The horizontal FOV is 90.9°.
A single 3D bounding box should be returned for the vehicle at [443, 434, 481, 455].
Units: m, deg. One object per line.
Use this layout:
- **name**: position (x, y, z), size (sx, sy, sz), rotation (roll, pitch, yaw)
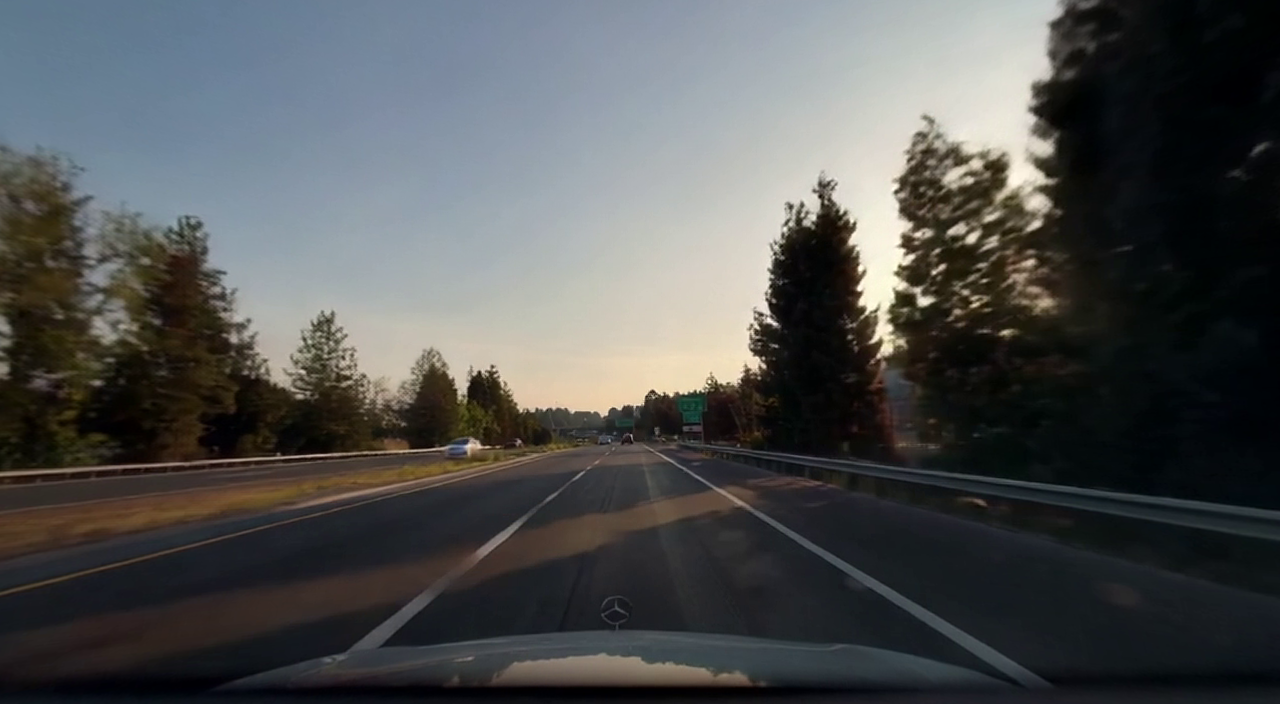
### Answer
- **vehicle**: position (-13.924, 7.221, 49.514), size (1.837, 1.574, 4.094), rotation (0, -8, -1)
